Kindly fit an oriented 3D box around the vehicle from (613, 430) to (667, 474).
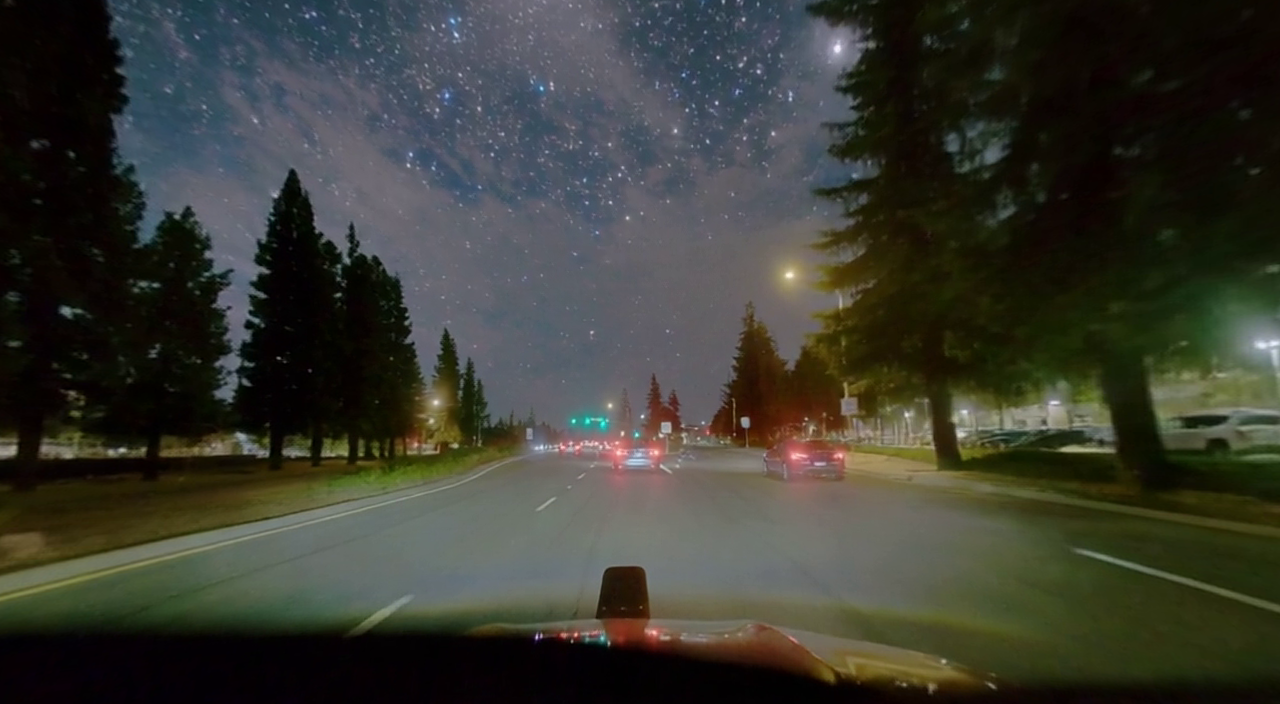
[{"bbox_3d":[-0.063,4.259,26.973,2.135,1.691,3.884,0,-9,-2],"label":"vehicle"}]
